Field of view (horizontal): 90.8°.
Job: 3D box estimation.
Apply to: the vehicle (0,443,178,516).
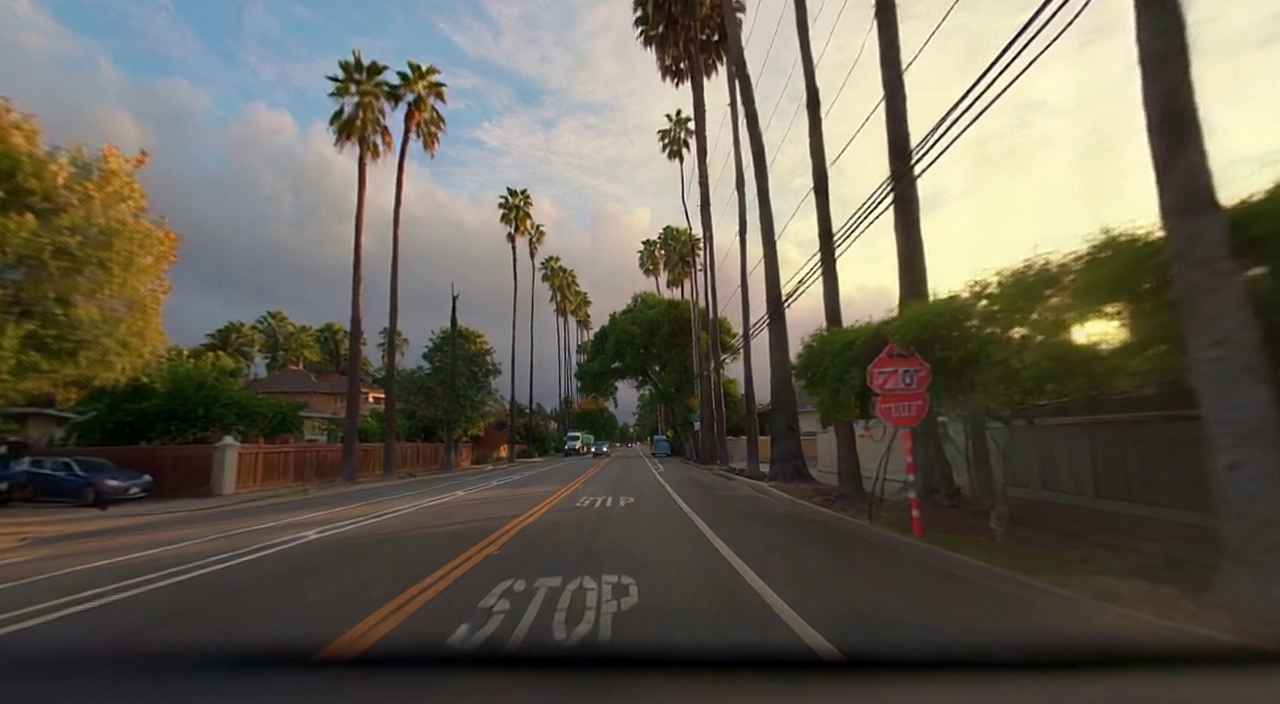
[{"bbox_3d":[-15.385,3.349,16.891,4.454,1.815,1.921,0,-8,-1],"label":"vehicle"}]
